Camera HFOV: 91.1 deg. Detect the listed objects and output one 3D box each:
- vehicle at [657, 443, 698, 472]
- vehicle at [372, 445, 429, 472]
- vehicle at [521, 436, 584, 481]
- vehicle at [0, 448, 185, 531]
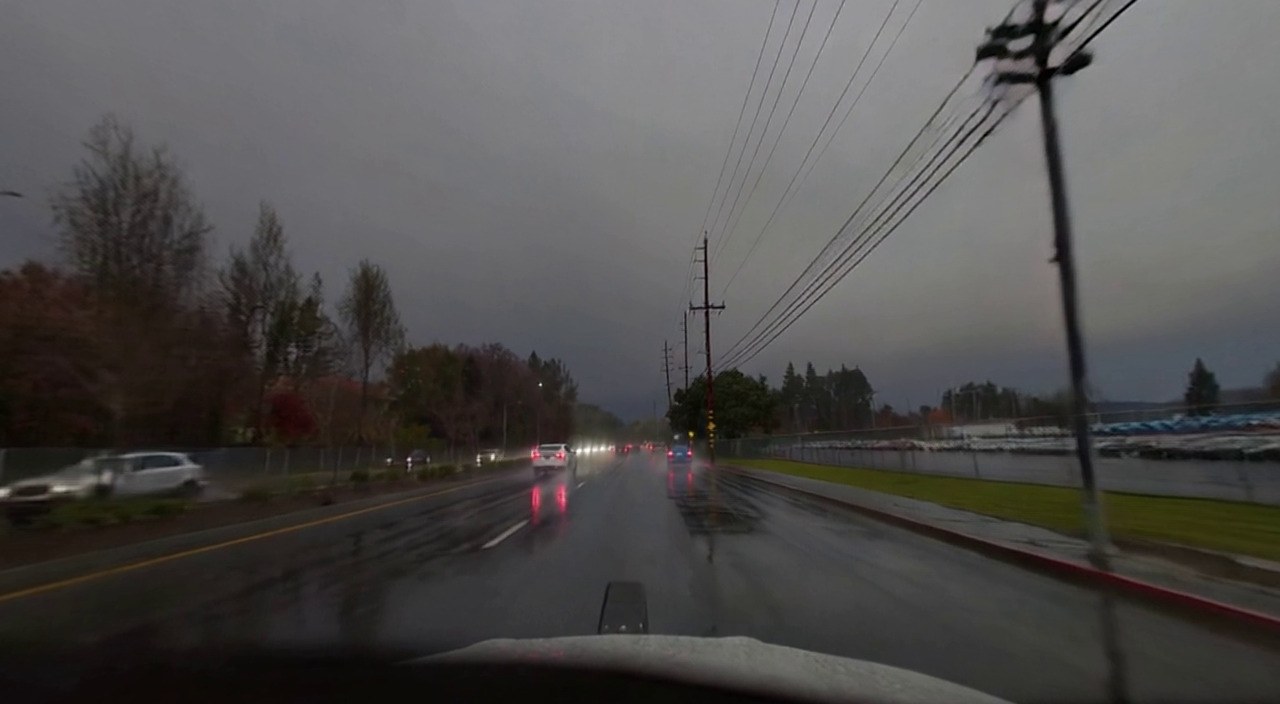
[{"bbox_3d":[2.011,5.805,34.886,2.059,1.486,3.980,0,-8,0],"label":"vehicle"},{"bbox_3d":[-16.514,7.344,43.547,2.073,1.715,4.524,0,-8,1],"label":"vehicle"},{"bbox_3d":[-3.569,4.441,26.464,1.950,1.692,4.397,-1,-8,1],"label":"vehicle"},{"bbox_3d":[-13.092,2.965,14.202,2.028,1.534,4.589,-1,-8,2],"label":"vehicle"}]
